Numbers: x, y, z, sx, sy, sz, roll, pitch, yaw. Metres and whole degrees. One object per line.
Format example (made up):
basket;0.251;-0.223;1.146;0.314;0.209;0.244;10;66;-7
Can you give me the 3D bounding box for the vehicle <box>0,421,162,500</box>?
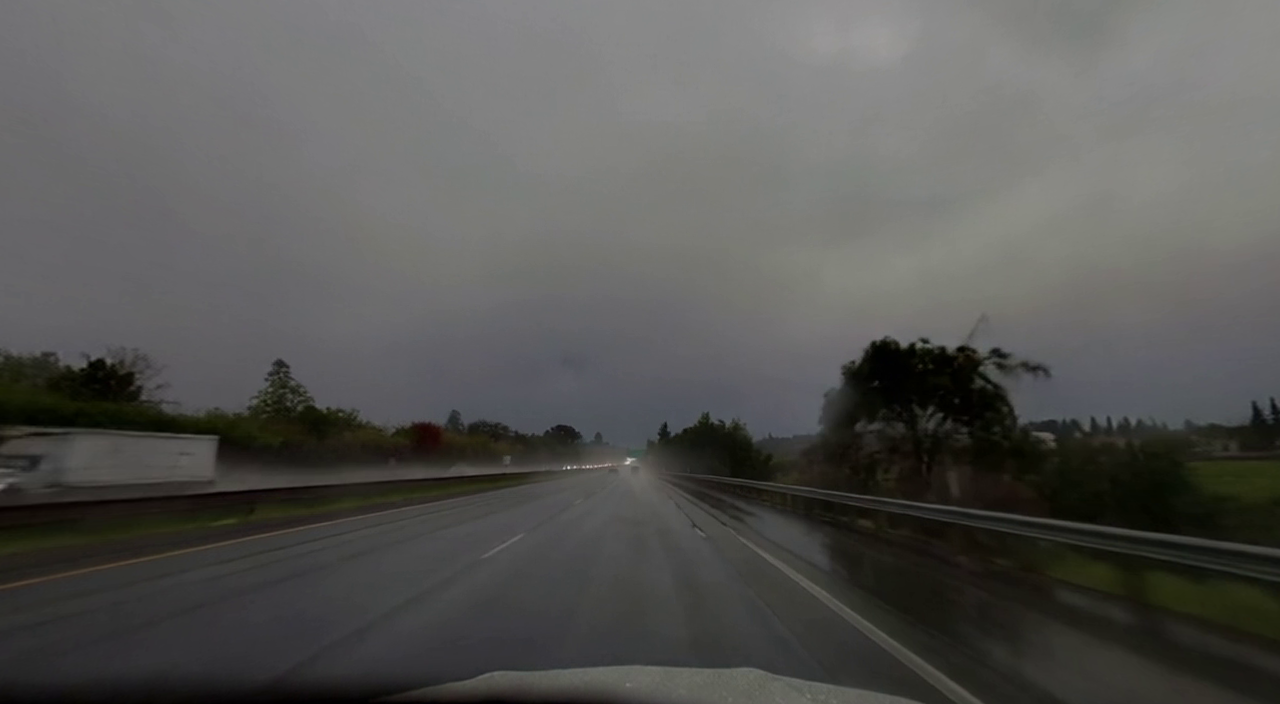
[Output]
vehicle;-24.776;4.711;27.170;2.567;2.922;7.116;1;-11;0
